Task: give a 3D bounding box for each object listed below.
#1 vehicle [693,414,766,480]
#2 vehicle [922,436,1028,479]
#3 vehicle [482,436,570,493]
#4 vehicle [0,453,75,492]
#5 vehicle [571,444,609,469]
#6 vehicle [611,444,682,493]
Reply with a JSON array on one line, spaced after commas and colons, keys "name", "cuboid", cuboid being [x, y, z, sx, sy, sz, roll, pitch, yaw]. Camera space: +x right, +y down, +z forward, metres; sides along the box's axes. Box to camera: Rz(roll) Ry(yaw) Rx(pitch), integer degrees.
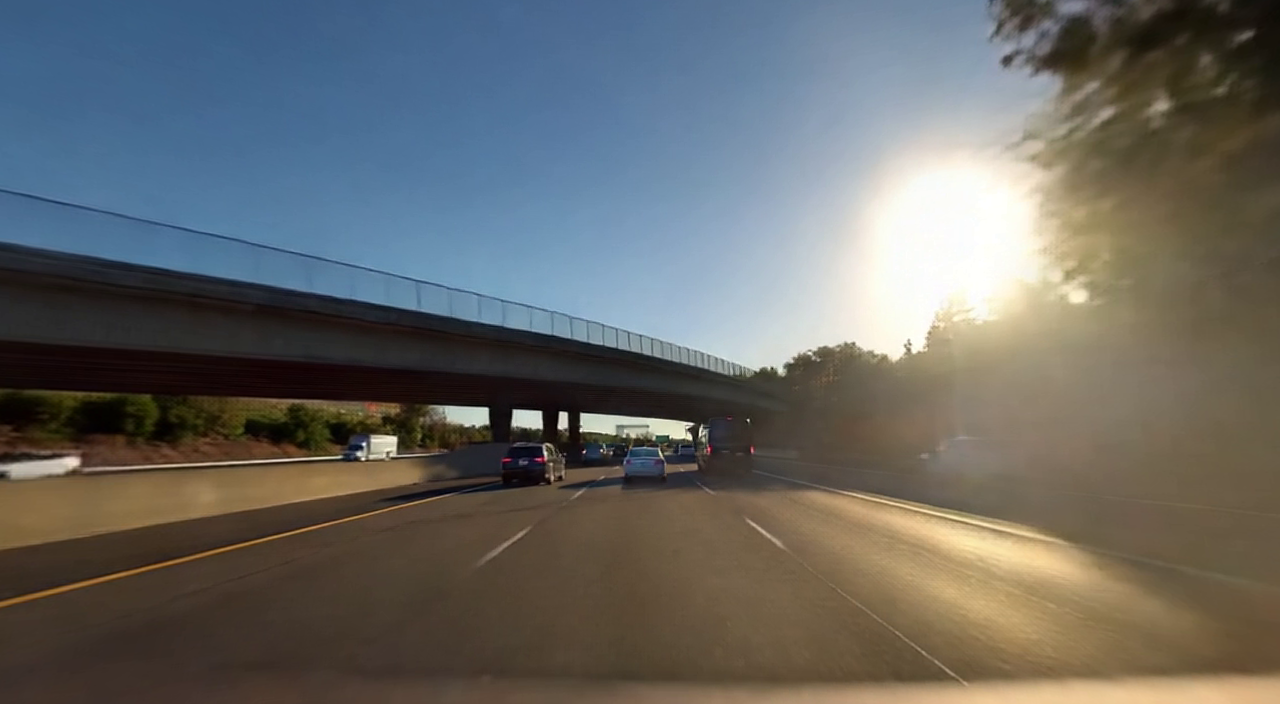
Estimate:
[{"name": "vehicle", "cuboid": [4.068, 4.512, 30.107, 2.436, 2.745, 6.607, 0, -8, 0]}, {"name": "vehicle", "cuboid": [16.001, 5.059, 30.527, 2.189, 1.869, 5.080, 0, -8, -2]}, {"name": "vehicle", "cuboid": [-3.696, 3.734, 21.282, 2.078, 1.706, 4.298, -1, -8, 1]}, {"name": "vehicle", "cuboid": [-26.514, 5.028, 26.460, 1.987, 1.487, 3.758, 0, -8, 3]}, {"name": "vehicle", "cuboid": [-3.504, 7.420, 45.038, 2.258, 1.655, 4.397, 0, -8, 1]}, {"name": "vehicle", "cuboid": [0.199, 3.869, 21.386, 2.174, 1.467, 4.005, 0, -8, 0]}]
